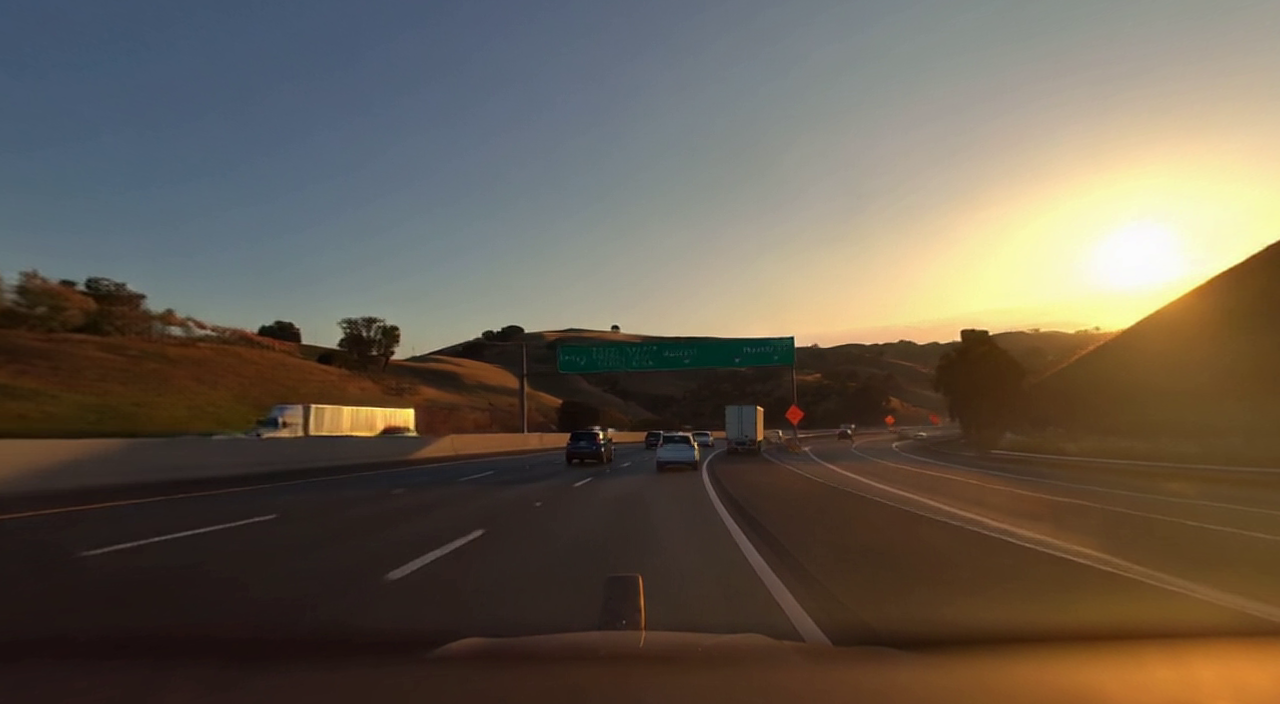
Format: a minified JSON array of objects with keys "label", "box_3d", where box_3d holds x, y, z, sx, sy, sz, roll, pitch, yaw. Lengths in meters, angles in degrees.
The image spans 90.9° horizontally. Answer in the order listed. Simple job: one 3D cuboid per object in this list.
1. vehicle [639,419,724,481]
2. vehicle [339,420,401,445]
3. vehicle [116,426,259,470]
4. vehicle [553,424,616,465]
[{"label":"vehicle","box_3d":[1.368,3.209,20.937,2.484,1.820,4.497,-1,-8,4]},{"label":"vehicle","box_3d":[-21.289,6.440,49.963,2.144,1.860,4.918,-1,-8,9]},{"label":"vehicle","box_3d":[-16.254,3.474,22.991,1.859,1.459,4.281,-1,-8,4]},{"label":"vehicle","box_3d":[-2.456,4.252,29.091,2.077,1.712,4.406,-1,-8,6]}]
